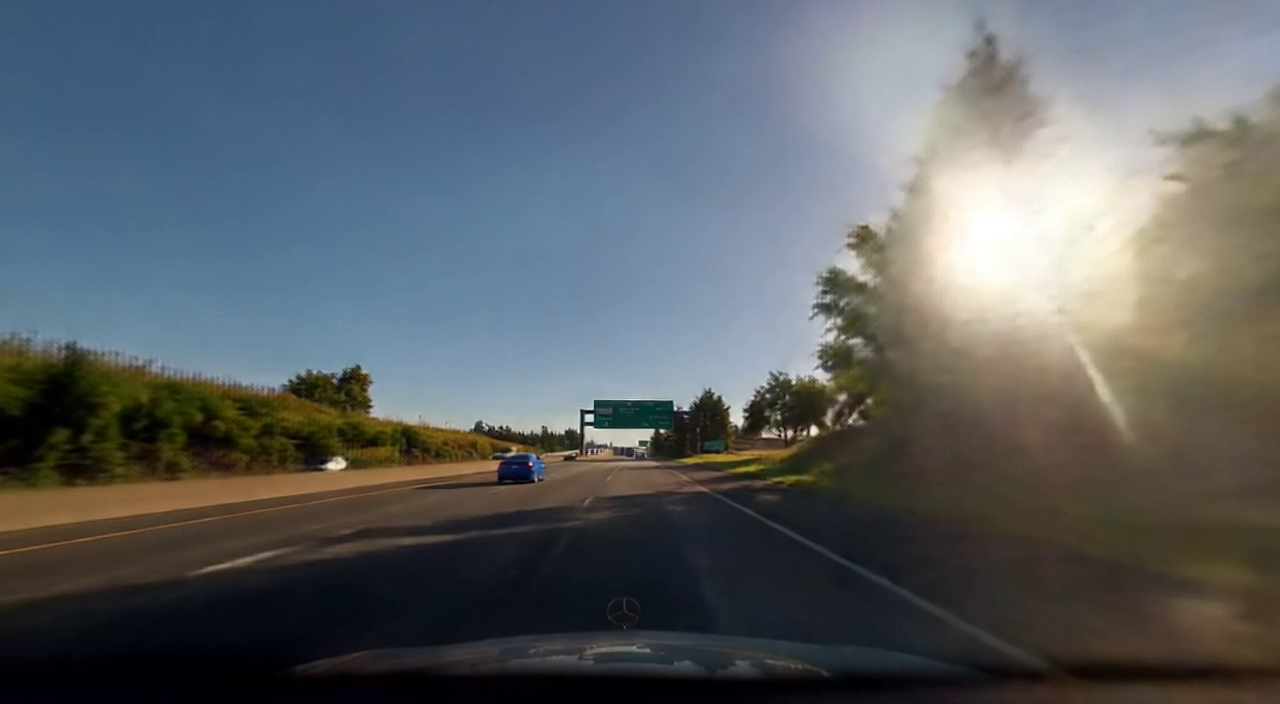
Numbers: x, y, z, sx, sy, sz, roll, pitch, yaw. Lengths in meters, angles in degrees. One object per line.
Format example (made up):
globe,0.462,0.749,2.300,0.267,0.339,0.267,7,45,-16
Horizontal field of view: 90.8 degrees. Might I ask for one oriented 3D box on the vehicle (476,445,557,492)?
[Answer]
vehicle,-4.382,4.190,23.018,2.121,1.537,3.852,0,-9,1
